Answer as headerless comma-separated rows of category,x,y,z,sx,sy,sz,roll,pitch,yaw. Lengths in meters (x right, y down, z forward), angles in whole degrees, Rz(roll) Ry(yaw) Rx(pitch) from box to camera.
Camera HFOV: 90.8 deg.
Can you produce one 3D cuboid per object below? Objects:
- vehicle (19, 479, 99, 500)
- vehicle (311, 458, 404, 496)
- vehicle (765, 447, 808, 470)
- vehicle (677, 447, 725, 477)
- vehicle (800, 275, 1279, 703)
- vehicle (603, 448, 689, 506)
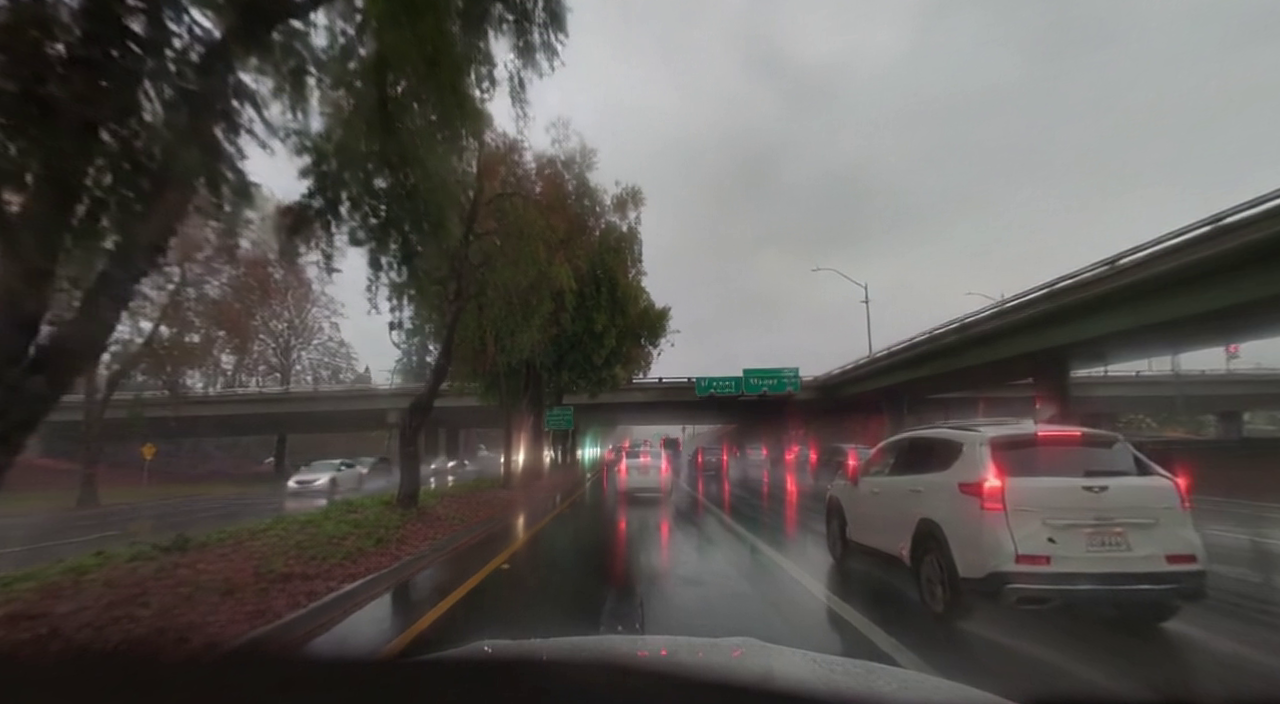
vehicle,-45.738,10.802,49.791,4.468,1.486,1.893,0,-9,1
vehicle,-12.191,5.403,27.636,1.927,1.439,4.537,0,-8,1
vehicle,9.847,7.193,42.678,1.839,1.453,3.992,0,-8,-1
vehicle,3.109,5.733,33.107,1.962,1.431,4.205,0,-8,-1
vehicle,3.456,1.134,5.263,2.719,2.033,5.876,0,-9,0
vehicle,0.131,3.274,16.969,2.027,1.341,3.775,0,-8,0
